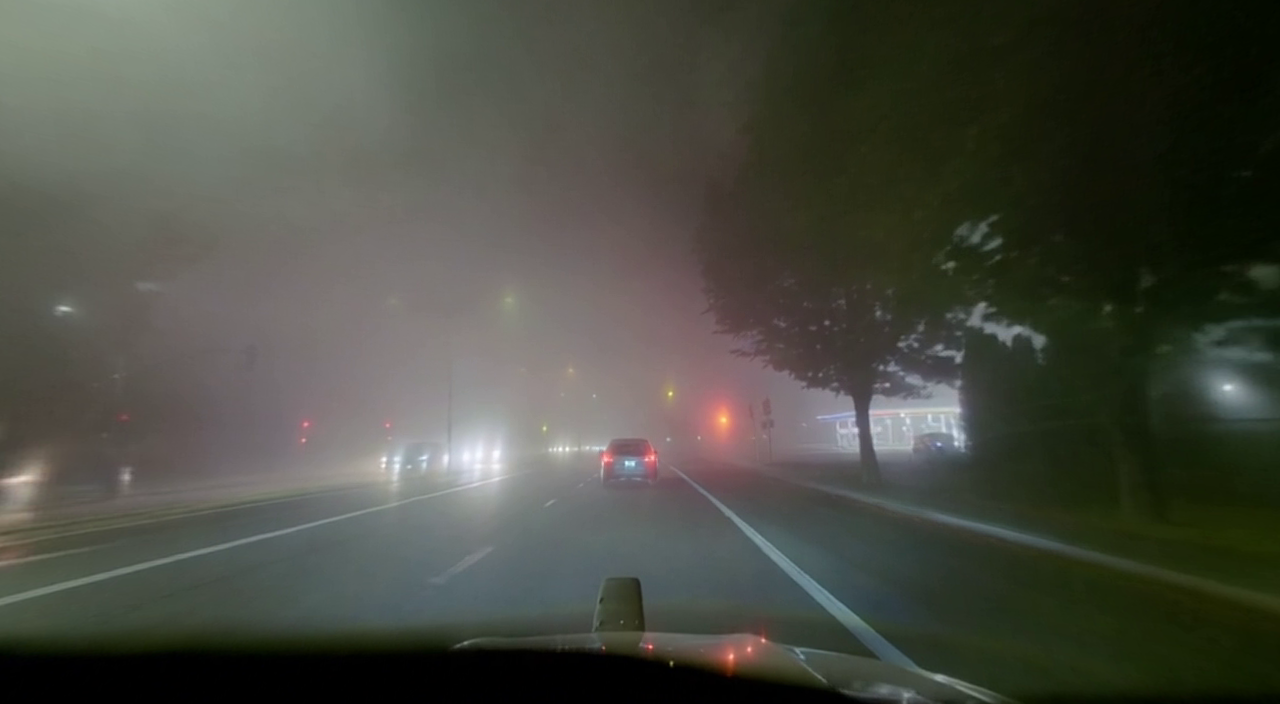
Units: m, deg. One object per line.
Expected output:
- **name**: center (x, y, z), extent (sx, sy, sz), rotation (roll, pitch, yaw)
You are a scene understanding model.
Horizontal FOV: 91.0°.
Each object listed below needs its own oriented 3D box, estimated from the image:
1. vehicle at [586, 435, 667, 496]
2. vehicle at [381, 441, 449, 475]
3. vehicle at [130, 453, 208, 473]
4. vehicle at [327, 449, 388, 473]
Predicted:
- **vehicle**: center (-0.364, 3.197, 18.210), extent (2.062, 1.519, 4.214), rotation (1, -8, 0)
- **vehicle**: center (-12.067, 5.708, 34.074), extent (1.999, 1.695, 4.334), rotation (0, -8, 1)
- **vehicle**: center (-36.927, 8.715, 49.420), extent (4.377, 1.521, 1.965), rotation (2, -8, -8)
- **vehicle**: center (-19.621, 7.563, 43.982), extent (1.961, 1.504, 4.682), rotation (0, -8, 1)
